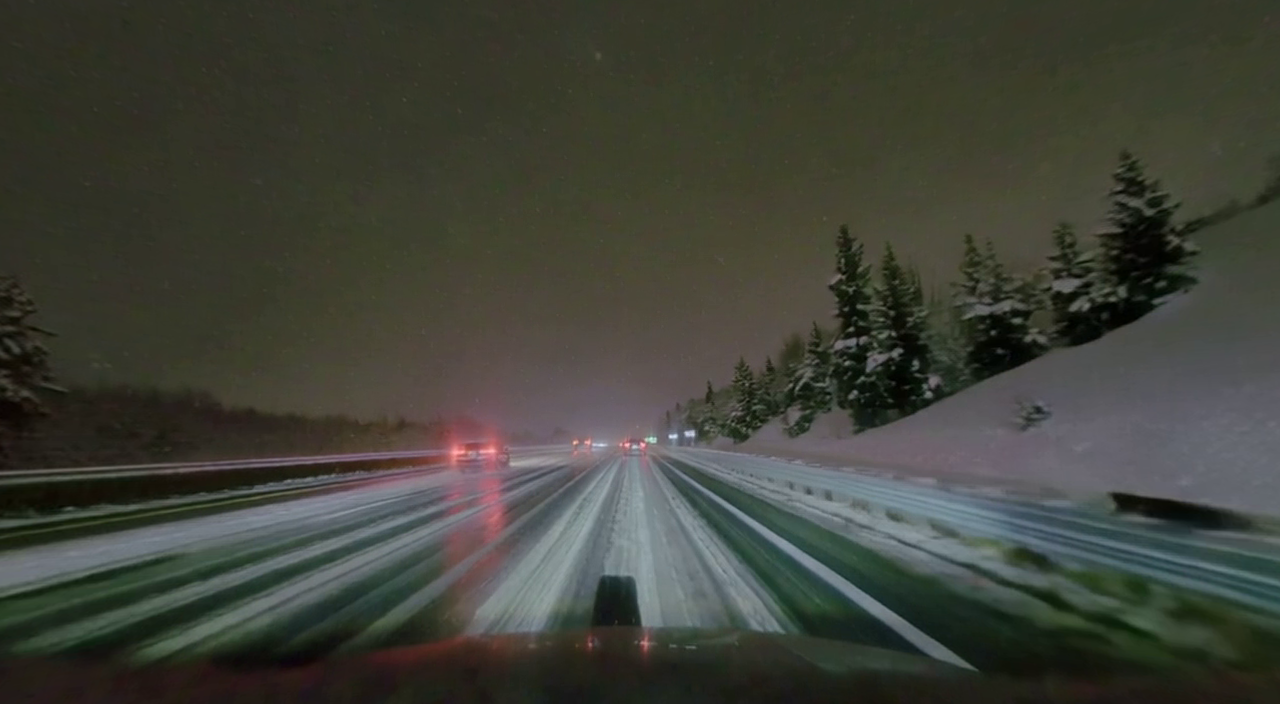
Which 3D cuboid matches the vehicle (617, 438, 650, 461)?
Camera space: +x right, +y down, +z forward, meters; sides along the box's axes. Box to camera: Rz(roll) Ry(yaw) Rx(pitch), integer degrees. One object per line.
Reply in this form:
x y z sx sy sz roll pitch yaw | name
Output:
-0.448 6.460 41.785 2.072 1.440 3.690 0 -8 -1 | vehicle

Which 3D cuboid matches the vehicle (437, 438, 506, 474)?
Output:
-7.702 4.775 29.229 1.939 1.504 4.727 0 -8 -1 | vehicle

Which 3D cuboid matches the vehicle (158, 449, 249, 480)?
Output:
-27.693 7.114 40.214 2.075 1.787 5.238 0 -8 -1 | vehicle
